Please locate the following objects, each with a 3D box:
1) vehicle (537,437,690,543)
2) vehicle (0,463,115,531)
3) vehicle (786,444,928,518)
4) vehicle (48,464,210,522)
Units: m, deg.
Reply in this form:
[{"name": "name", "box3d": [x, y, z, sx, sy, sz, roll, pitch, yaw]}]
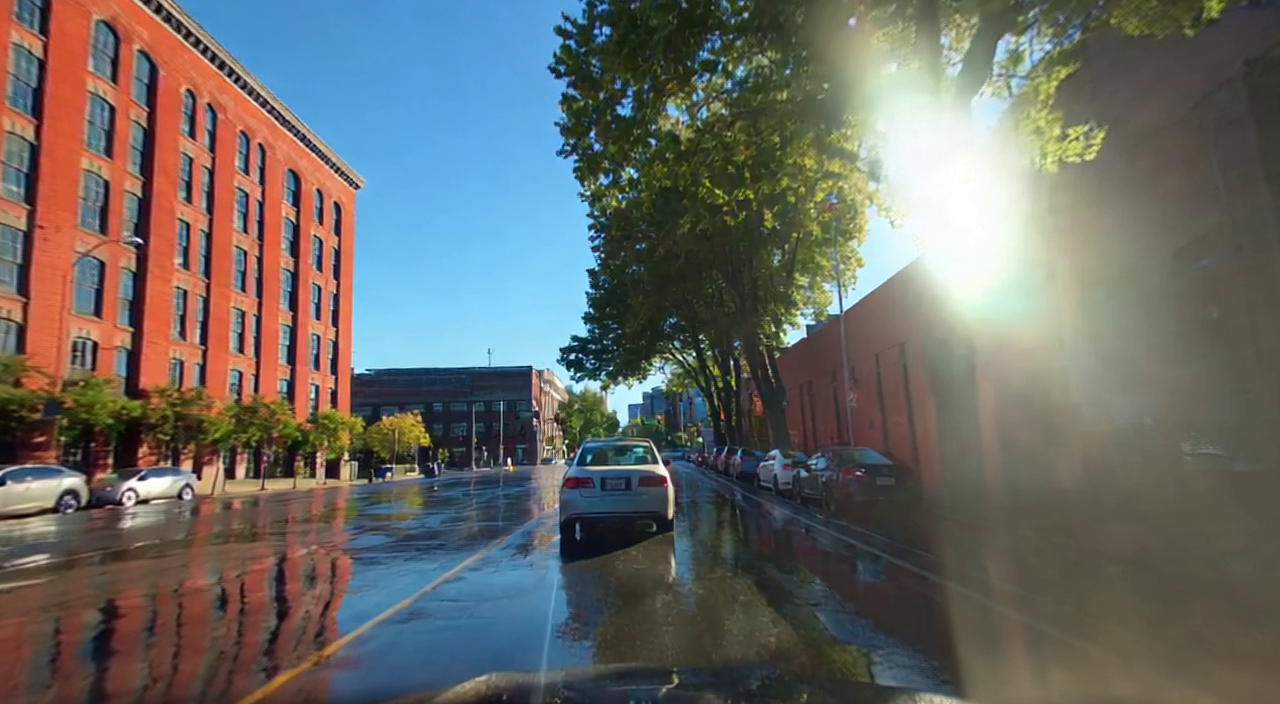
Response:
[{"name": "vehicle", "box3d": [-0.386, 2.339, 11.320, 2.230, 1.518, 4.113, 0, -9, 0]}, {"name": "vehicle", "box3d": [-17.615, 3.994, 17.545, 1.909, 1.658, 4.559, 0, -9, 1]}, {"name": "vehicle", "box3d": [4.916, 2.946, 14.927, 1.832, 1.491, 4.054, 1, -9, -1]}, {"name": "vehicle", "box3d": [-18.017, 4.944, 22.577, 2.011, 1.727, 4.449, 1, -9, 0]}]
